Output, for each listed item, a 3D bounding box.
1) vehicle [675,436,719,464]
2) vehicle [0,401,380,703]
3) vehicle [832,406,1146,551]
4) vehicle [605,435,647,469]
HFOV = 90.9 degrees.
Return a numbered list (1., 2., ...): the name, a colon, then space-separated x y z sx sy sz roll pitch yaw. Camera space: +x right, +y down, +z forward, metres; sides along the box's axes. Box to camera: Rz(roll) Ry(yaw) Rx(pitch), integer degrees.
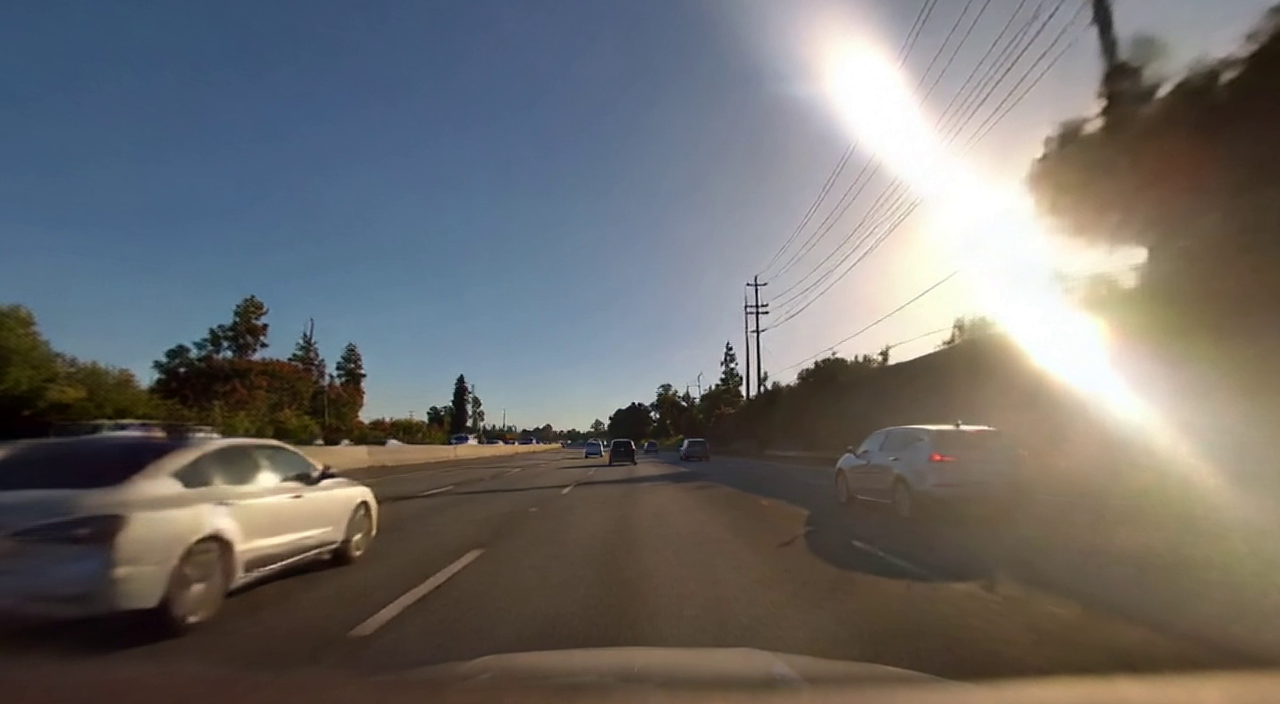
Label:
1. vehicle: 3.600 6.340 40.985 2.099 1.720 4.829 0 -8 -4
2. vehicle: -4.212 1.301 4.967 2.091 1.562 5.220 0 -8 0
3. vehicle: 4.946 1.864 10.029 2.102 1.723 4.745 0 -8 -3
4. vehicle: -0.824 5.546 35.165 2.192 1.769 4.287 0 -8 -2
